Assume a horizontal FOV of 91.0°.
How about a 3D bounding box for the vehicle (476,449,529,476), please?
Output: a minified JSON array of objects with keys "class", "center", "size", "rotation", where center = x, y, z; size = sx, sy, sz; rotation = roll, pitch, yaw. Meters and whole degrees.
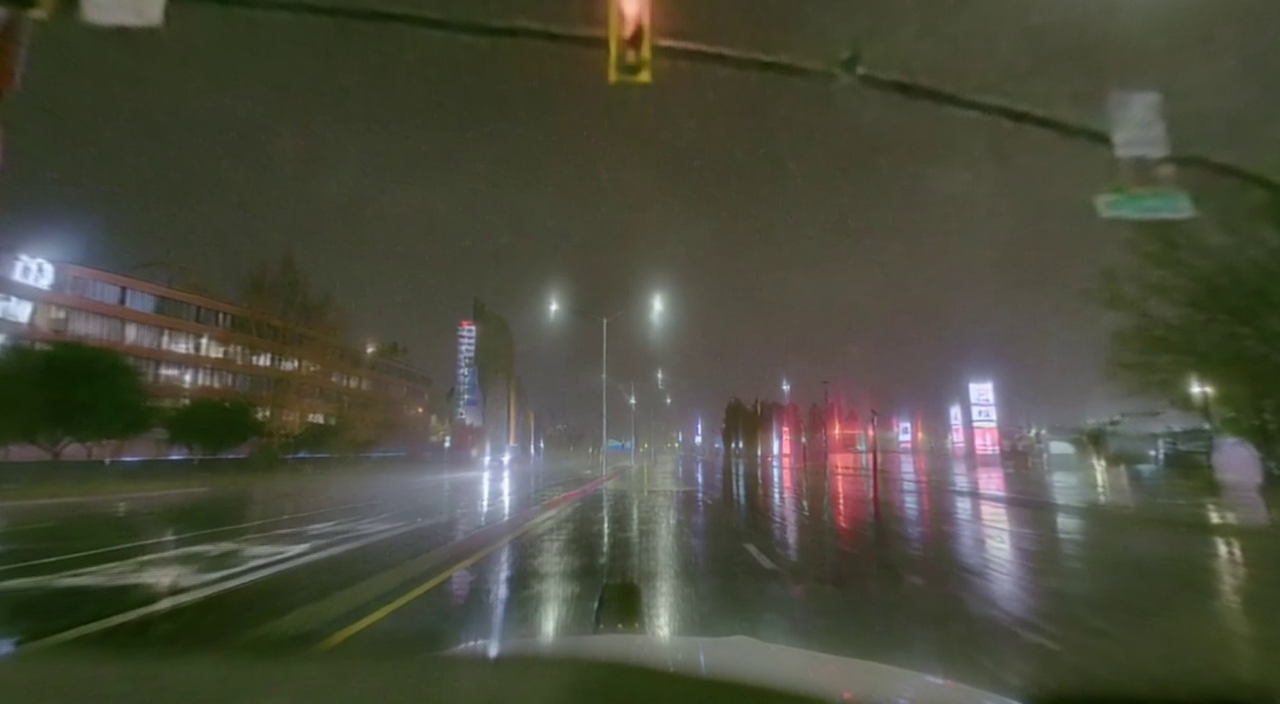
[{"class":"vehicle","center":[-7.870,6.329,36.327],"size":[1.866,1.463,4.378],"rotation":[0,-9,3]}]
